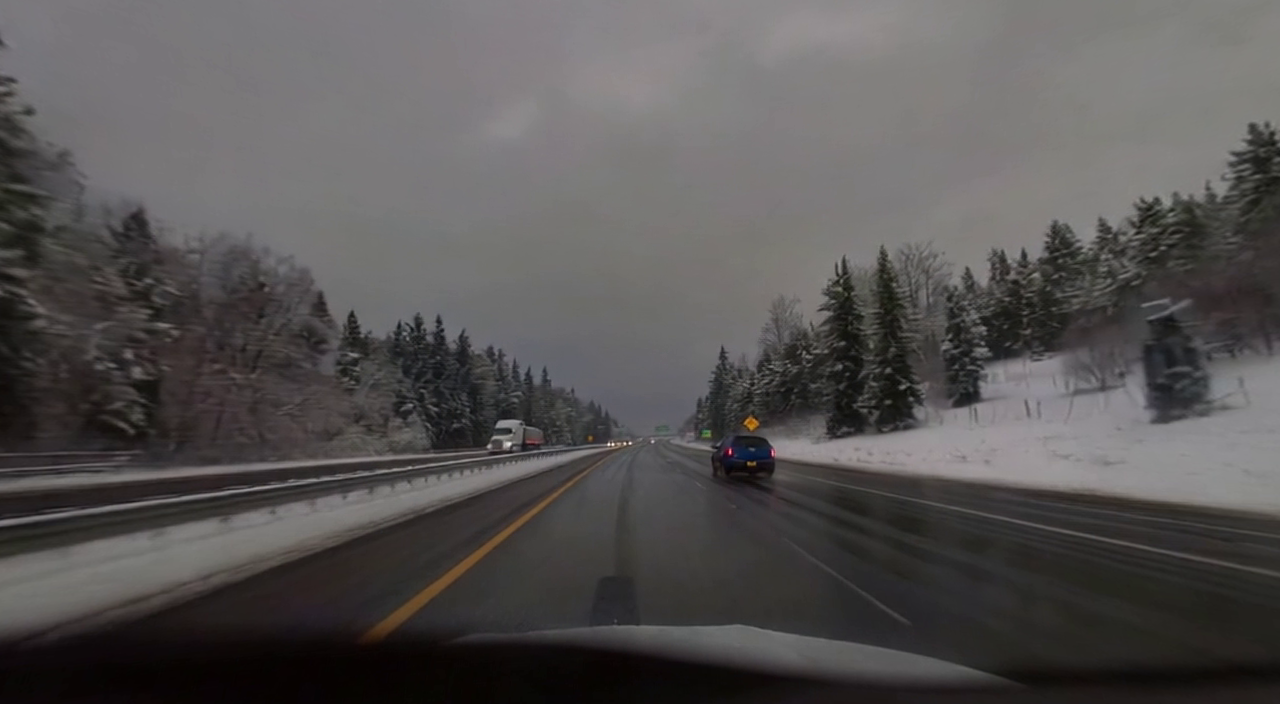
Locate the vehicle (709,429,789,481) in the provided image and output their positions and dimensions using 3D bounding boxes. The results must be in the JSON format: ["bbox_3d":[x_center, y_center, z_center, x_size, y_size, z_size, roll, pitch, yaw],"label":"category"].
[{"bbox_3d":[3.810,3.672,22.758,2.022,1.663,4.245,0,-8,-1],"label":"vehicle"}]
